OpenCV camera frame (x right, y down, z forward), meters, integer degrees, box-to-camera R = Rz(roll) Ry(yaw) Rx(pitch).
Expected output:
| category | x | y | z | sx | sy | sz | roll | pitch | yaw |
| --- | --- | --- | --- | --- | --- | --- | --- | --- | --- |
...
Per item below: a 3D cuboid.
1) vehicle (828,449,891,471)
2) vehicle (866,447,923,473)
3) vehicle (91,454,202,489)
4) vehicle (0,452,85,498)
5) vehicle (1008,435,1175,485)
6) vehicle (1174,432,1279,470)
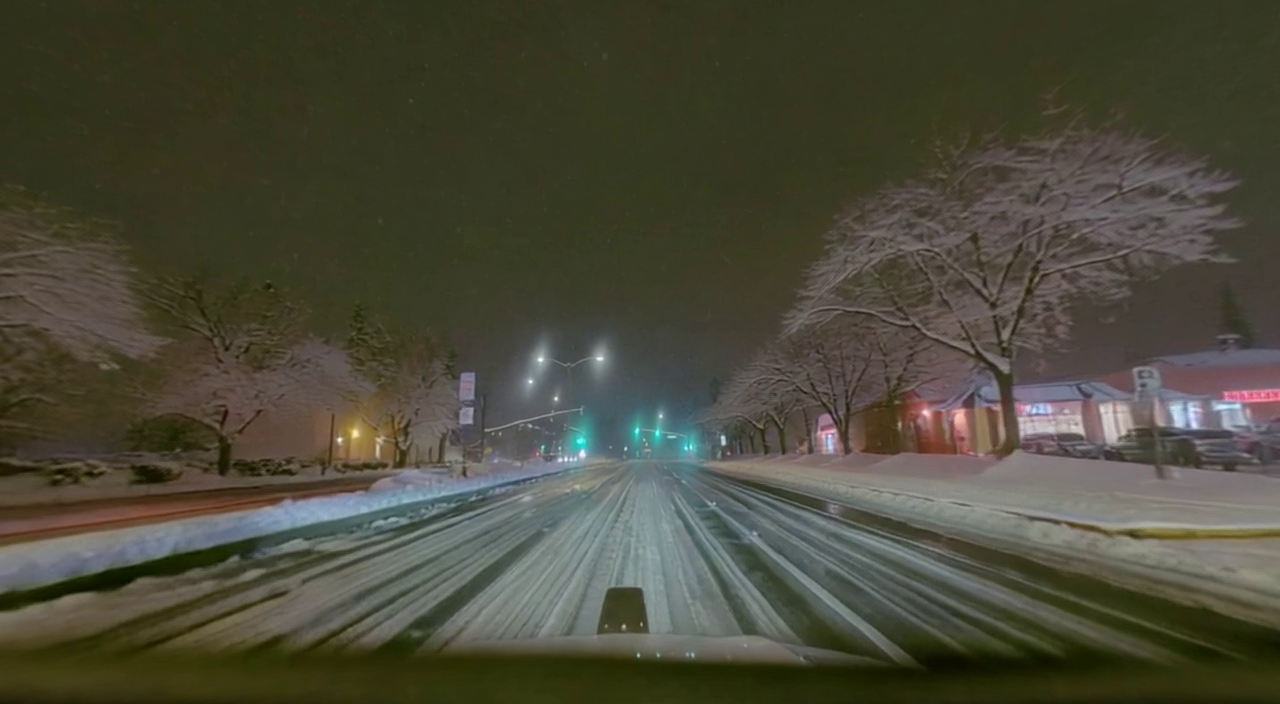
| category | x | y | z | sx | sy | sz | roll | pitch | yaw |
| --- | --- | --- | --- | --- | --- | --- | --- | --- | --- |
| vehicle | 16.941 | 8.278 | 48.439 | 4.313 | 1.584 | 2.282 | 5 | -10 | -29 |
| vehicle | 18.943 | 7.976 | 46.627 | 3.754 | 1.844 | 2.002 | 5 | -11 | -32 |
| vehicle | -29.029 | 7.016 | 37.260 | 2.199 | 1.859 | 5.442 | 0 | -9 | -1 |
| vehicle | -31.319 | 6.157 | 31.690 | 2.160 | 2.118 | 4.989 | 0 | -9 | -3 |
| vehicle | 17.080 | 4.084 | 23.938 | 4.720 | 1.769 | 2.229 | 1 | -9 | -6 |
| vehicle | 29.602 | 4.876 | 31.094 | 4.342 | 1.641 | 1.975 | -3 | -9 | 0 |
